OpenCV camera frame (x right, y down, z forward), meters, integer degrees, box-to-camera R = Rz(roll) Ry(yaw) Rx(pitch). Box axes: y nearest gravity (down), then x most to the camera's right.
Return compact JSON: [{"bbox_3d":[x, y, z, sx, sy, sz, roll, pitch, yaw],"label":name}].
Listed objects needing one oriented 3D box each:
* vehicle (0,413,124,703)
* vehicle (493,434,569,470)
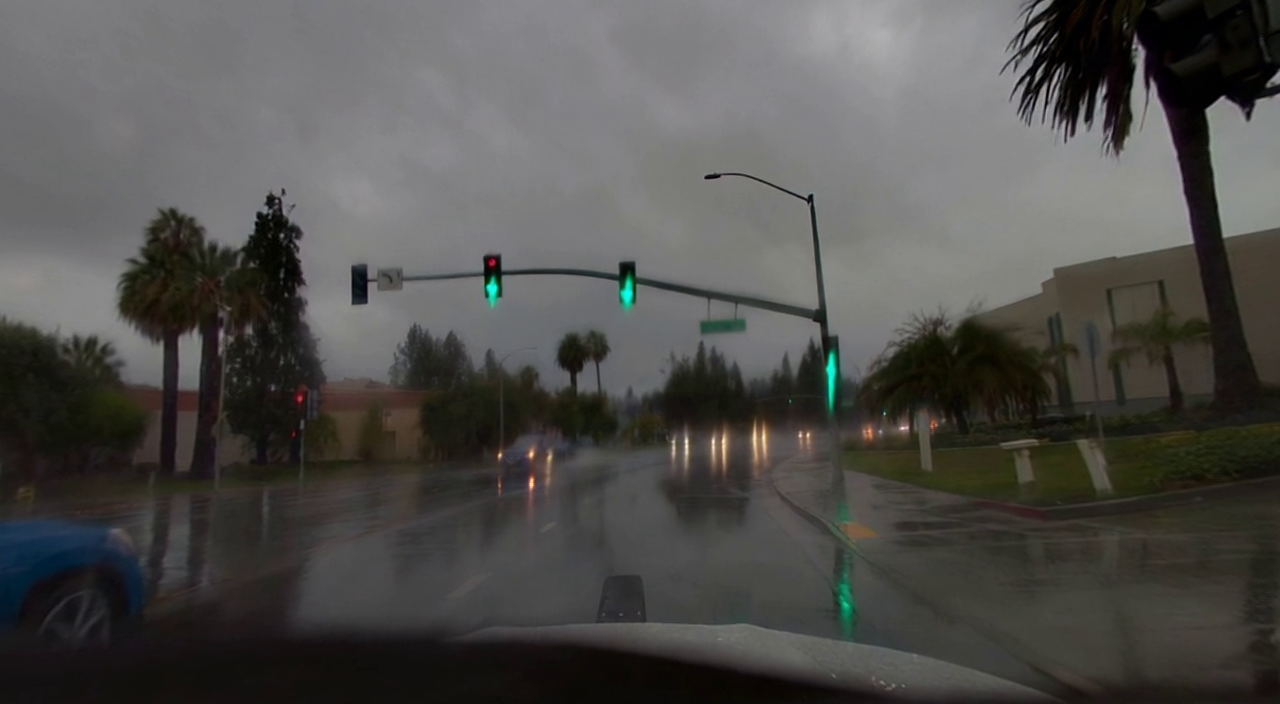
[{"bbox_3d":[-3.334,0.709,0.506,2.071,1.482,4.446,0,-9,0],"label":"vehicle"},{"bbox_3d":[-5.682,5.301,33.636,2.181,1.792,4.648,-3,-9,16],"label":"vehicle"}]
